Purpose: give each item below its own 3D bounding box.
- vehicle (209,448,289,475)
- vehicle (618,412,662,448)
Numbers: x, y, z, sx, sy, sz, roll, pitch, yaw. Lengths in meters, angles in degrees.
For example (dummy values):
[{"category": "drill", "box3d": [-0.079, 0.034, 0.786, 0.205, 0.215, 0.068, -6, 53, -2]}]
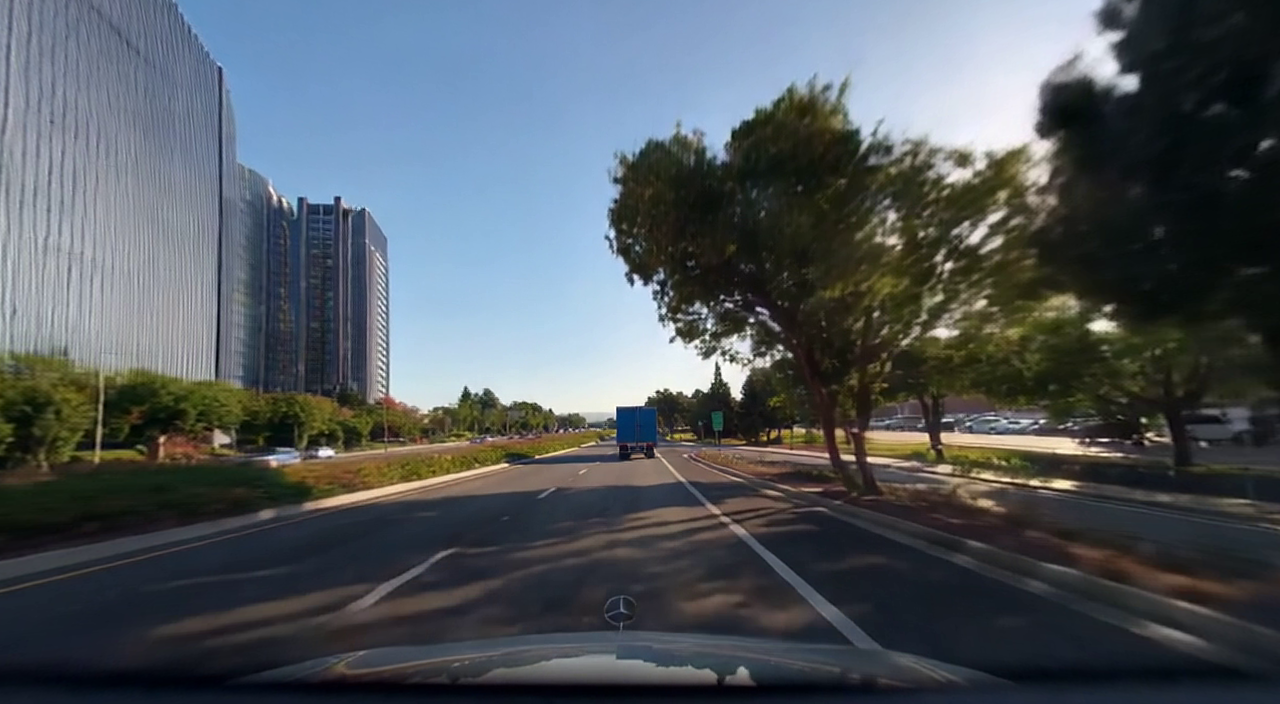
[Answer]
[{"category": "vehicle", "box3d": [-23.805, 6.660, 38.704, 1.904, 1.514, 4.667, 0, -9, 0]}, {"category": "vehicle", "box3d": [-0.078, 4.381, 34.776, 2.178, 1.829, 4.932, 1, -9, -3]}]
